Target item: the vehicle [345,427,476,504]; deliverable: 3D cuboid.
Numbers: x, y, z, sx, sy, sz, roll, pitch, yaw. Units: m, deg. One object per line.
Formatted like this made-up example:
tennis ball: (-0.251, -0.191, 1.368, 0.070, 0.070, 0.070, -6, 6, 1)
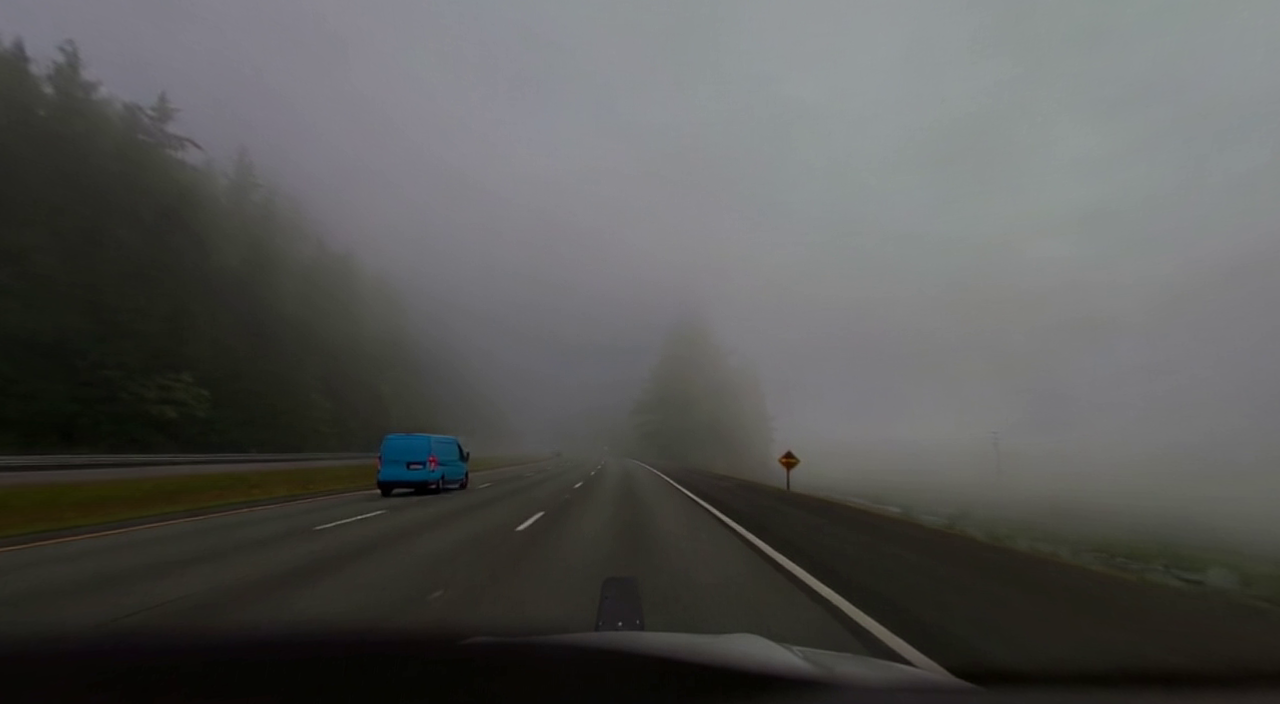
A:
vehicle: (-6.827, 3.456, 19.488, 2.197, 2.038, 4.919, 0, -9, -1)
